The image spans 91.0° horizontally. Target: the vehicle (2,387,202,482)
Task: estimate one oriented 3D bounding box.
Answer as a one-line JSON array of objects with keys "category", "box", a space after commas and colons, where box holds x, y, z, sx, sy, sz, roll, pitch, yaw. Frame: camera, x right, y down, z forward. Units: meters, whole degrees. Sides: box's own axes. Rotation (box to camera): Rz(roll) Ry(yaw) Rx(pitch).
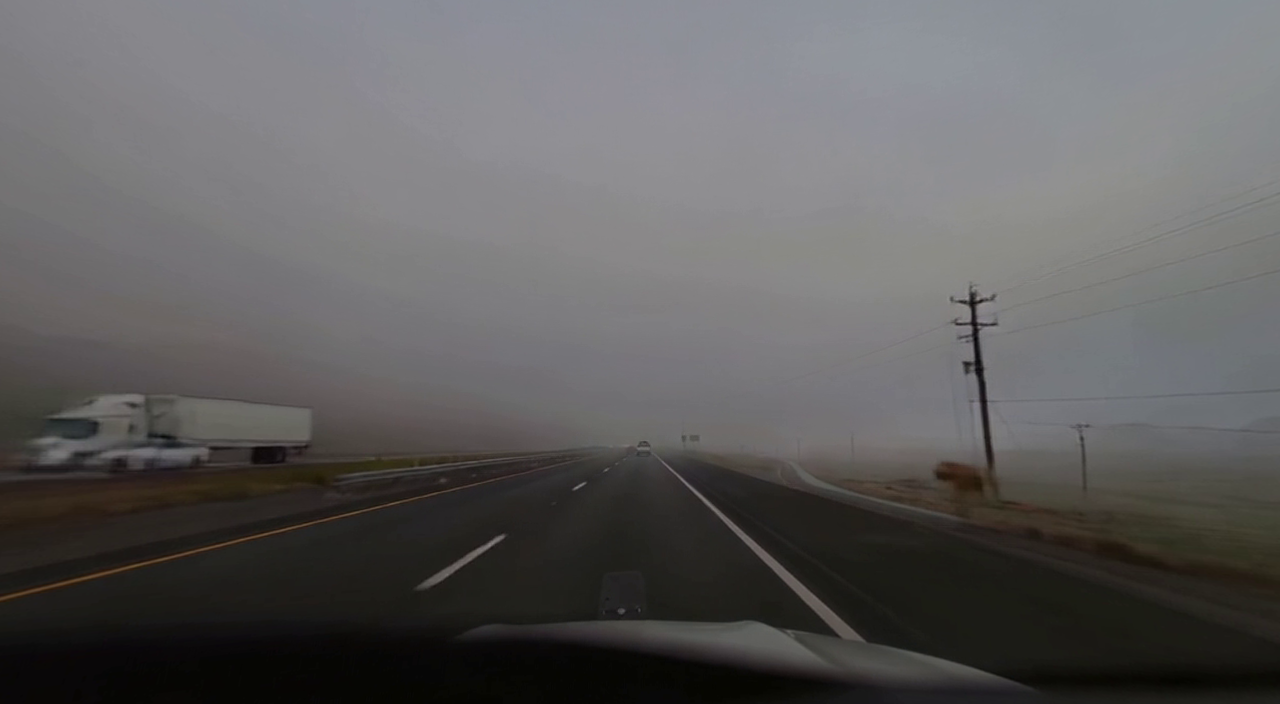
[{"category": "vehicle", "box": [-25.157, 3.972, 30.131, 3.029, 3.979, 7.032, 0, -8, 1]}]
